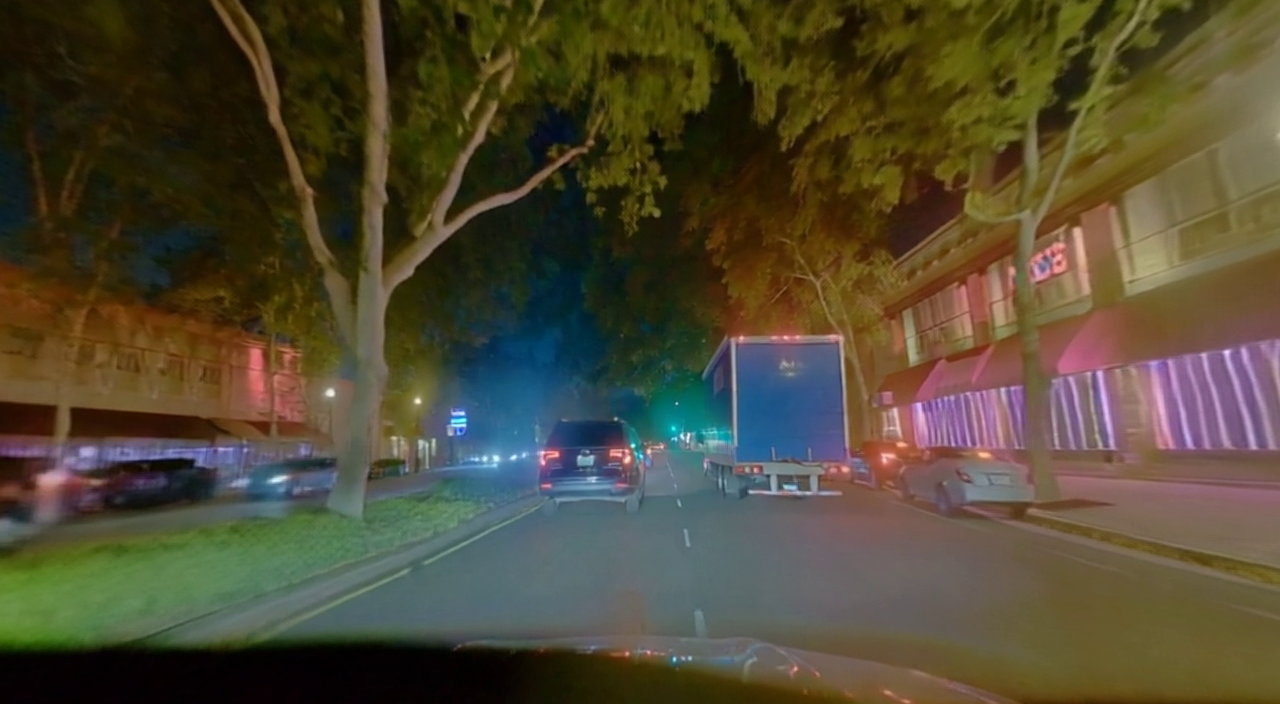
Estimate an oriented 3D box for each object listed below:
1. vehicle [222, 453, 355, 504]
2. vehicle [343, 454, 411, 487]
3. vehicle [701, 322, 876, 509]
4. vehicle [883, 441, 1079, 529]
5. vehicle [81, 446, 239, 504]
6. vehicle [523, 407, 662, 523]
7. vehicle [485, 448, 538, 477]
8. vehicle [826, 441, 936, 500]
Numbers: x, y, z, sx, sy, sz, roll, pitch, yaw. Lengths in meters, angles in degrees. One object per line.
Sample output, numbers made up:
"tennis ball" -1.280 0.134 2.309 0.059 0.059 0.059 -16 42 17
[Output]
"vehicle" -12.081 4.348 22.147 1.966 1.442 4.466 -3 -9 2
"vehicle" -15.509 6.976 37.514 1.874 1.506 4.781 -7 -9 1
"vehicle" 3.923 2.353 20.639 3.007 4.206 12.913 0 -9 2
"vehicle" 6.848 2.676 13.319 1.929 1.522 4.158 -1 -9 2
"vehicle" -21.143 5.368 28.278 2.233 2.228 5.747 -1 -8 4
"vehicle" -0.778 2.379 13.766 2.293 2.036 4.853 -1 -9 4
"vehicle" -7.245 6.242 35.991 2.056 1.534 4.645 0 -9 0
"vehicle" 7.127 3.518 19.187 1.739 1.582 4.282 0 -9 2
